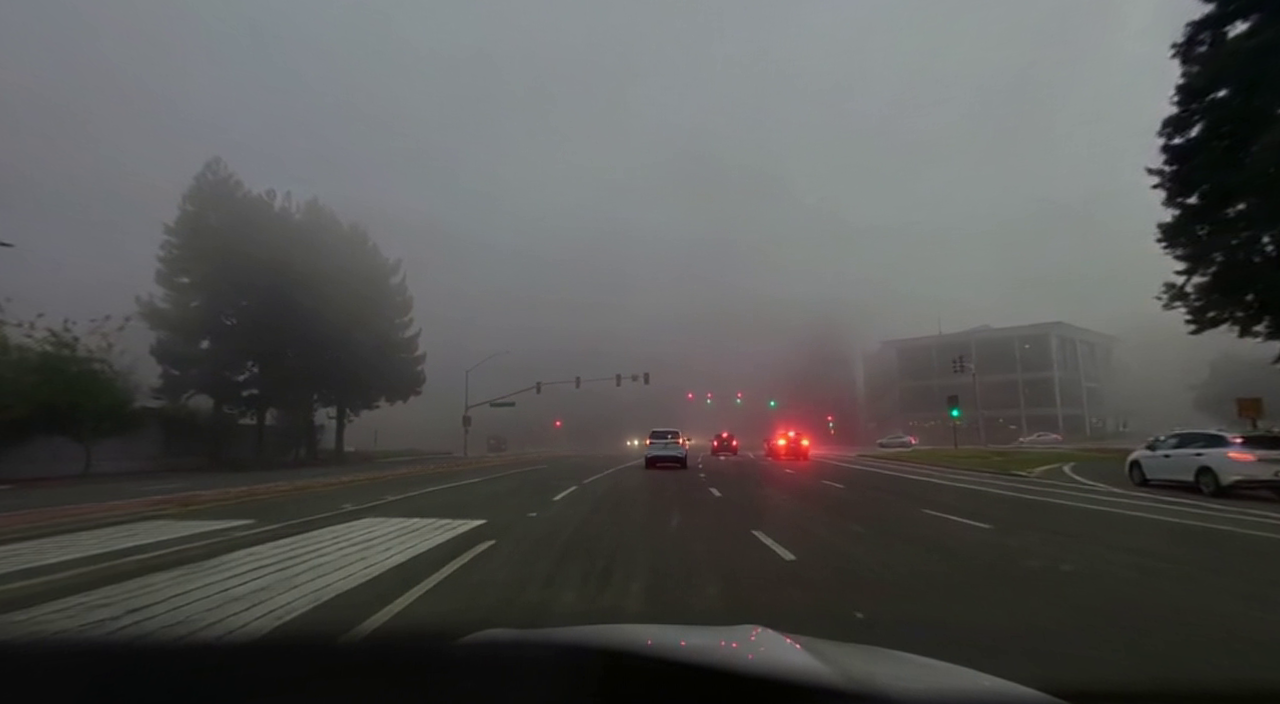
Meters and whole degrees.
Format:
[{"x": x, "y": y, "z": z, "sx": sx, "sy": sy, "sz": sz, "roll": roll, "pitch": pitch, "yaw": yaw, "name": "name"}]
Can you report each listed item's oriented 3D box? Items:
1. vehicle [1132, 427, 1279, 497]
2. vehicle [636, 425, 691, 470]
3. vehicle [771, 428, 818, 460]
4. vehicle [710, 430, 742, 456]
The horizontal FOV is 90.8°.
[{"x": 15.524, "y": 2.890, "z": 16.887, "sx": 2.118, "sy": 1.606, "sz": 4.640, "roll": -3, "pitch": -9, "yaw": 17, "name": "vehicle"}, {"x": 1.082, "y": 4.163, "z": 27.499, "sx": 2.211, "sy": 1.795, "sz": 4.179, "roll": -1, "pitch": -9, "yaw": 4, "name": "vehicle"}, {"x": 9.257, "y": 5.578, "z": 38.265, "sx": 2.074, "sy": 1.791, "sz": 4.393, "roll": -1, "pitch": -9, "yaw": 5, "name": "vehicle"}, {"x": 6.452, "y": 6.772, "z": 46.940, "sx": 2.188, "sy": 1.774, "sz": 4.646, "roll": -2, "pitch": -9, "yaw": 9, "name": "vehicle"}]
